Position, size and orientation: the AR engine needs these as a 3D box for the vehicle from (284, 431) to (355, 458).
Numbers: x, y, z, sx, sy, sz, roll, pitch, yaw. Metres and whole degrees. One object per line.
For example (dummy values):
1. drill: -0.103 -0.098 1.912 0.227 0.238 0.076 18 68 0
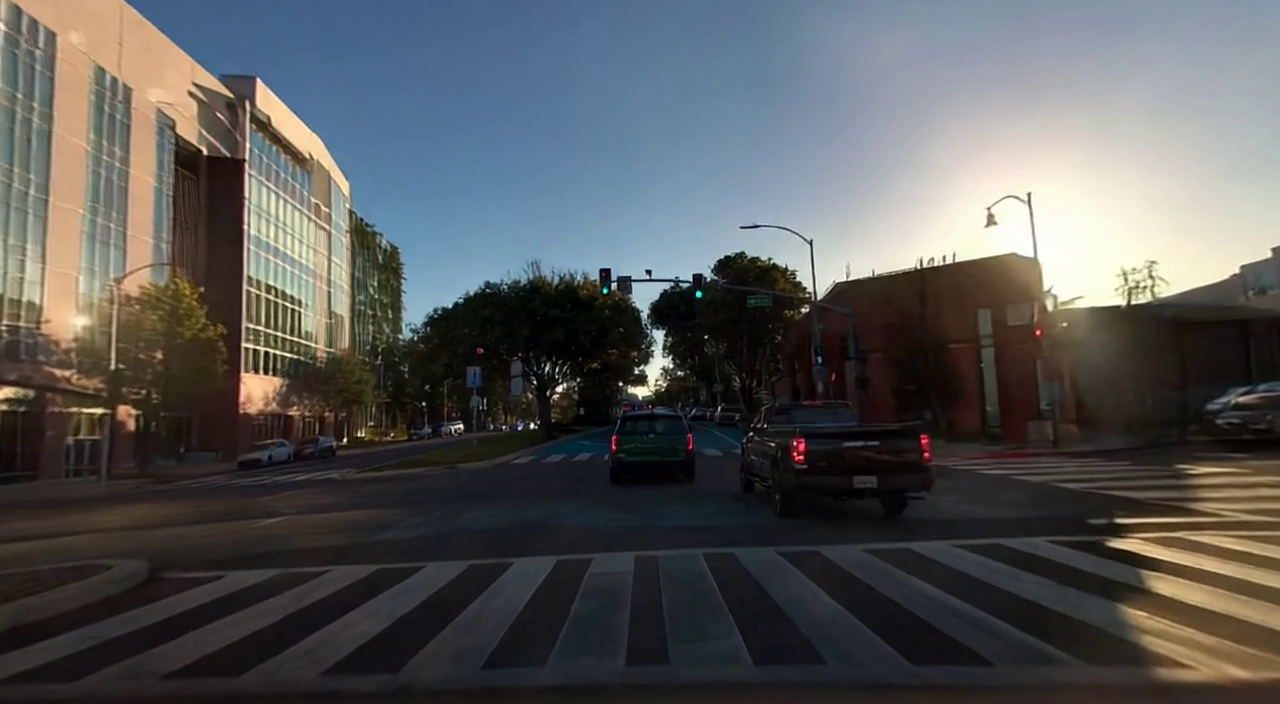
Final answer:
1. vehicle: -19.708 5.762 39.019 1.871 1.546 4.792 0 -9 0

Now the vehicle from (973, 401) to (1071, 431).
1. vehicle: 20.392 3.440 33.772 4.031 1.436 1.699 -1 -8 1

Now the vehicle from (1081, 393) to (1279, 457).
1. vehicle: 14.264 1.862 15.780 4.872 1.472 2.136 0 -9 -2

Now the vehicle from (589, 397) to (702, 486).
1. vehicle: 0.062 2.123 14.911 2.283 1.773 4.255 0 -9 -1

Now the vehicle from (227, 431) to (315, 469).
1. vehicle: -19.627 5.246 33.830 2.060 1.867 4.626 0 -9 -2

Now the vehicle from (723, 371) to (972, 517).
1. vehicle: 3.351 1.714 12.149 2.487 2.048 6.443 0 -8 -1
